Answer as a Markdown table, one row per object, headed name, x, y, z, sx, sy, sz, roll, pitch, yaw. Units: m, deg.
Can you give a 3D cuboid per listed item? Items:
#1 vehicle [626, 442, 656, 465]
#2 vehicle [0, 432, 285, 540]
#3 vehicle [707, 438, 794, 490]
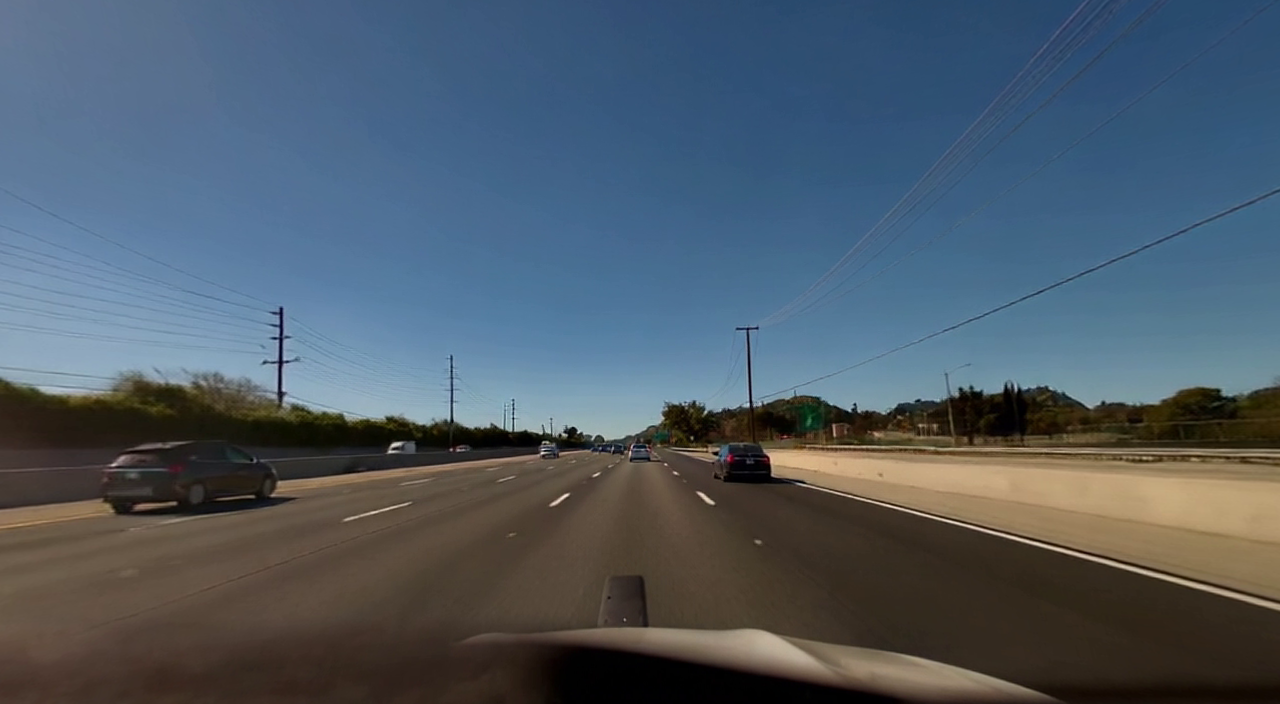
| name | x | y | z | sx | sy | sz | roll | pitch | yaw |
| --- | --- | --- | --- | --- | --- | --- | --- | --- | --- |
| vehicle | 0.105 | 7.123 | 44.458 | 2.036 | 1.474 | 3.969 | 0 | -8 | 1 |
| vehicle | -10.361 | 2.765 | 13.836 | 2.241 | 1.810 | 4.966 | -3 | -8 | 1 |
| vehicle | 3.522 | 3.675 | 21.008 | 2.060 | 1.526 | 4.387 | 0 | -8 | -1 |
